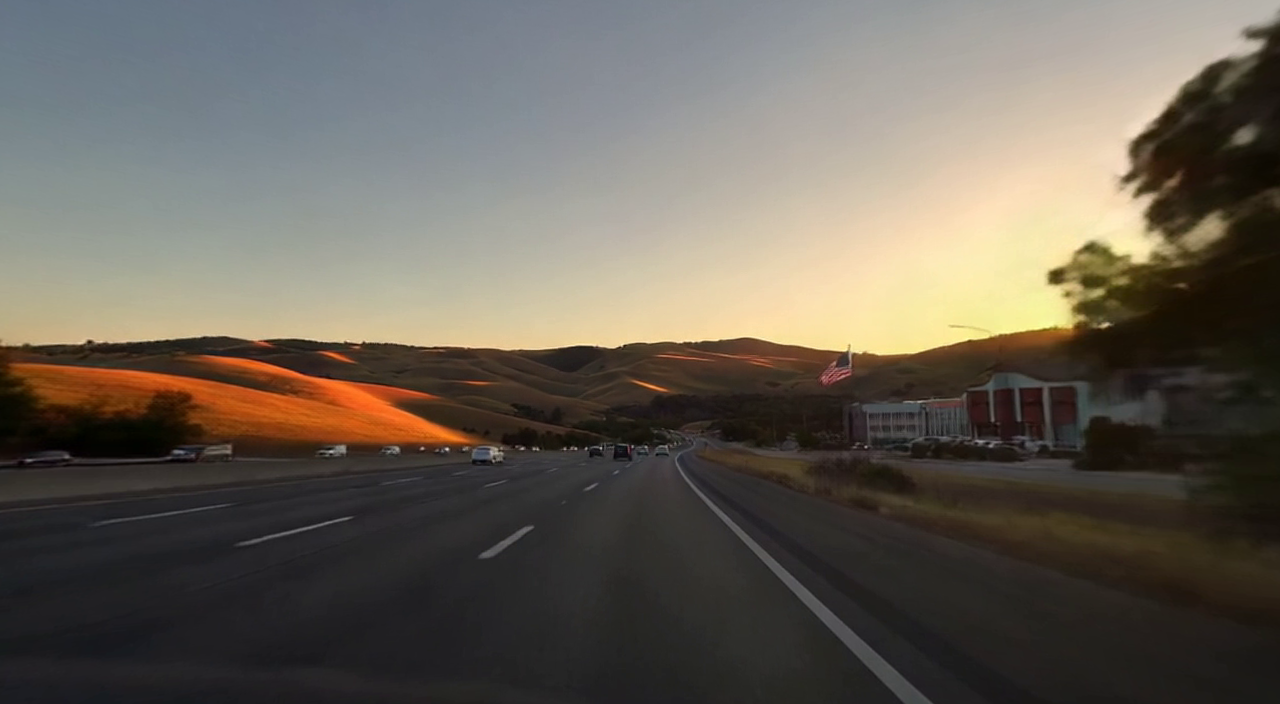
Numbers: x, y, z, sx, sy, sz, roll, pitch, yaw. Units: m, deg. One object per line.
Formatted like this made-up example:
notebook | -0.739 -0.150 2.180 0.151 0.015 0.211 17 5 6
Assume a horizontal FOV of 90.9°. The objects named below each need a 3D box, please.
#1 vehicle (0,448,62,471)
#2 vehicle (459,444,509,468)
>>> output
vehicle | -45.096 7.770 45.774 1.761 1.520 4.689 -1 -8 1
vehicle | -10.021 6.703 40.831 1.927 1.454 4.395 -1 -8 3
